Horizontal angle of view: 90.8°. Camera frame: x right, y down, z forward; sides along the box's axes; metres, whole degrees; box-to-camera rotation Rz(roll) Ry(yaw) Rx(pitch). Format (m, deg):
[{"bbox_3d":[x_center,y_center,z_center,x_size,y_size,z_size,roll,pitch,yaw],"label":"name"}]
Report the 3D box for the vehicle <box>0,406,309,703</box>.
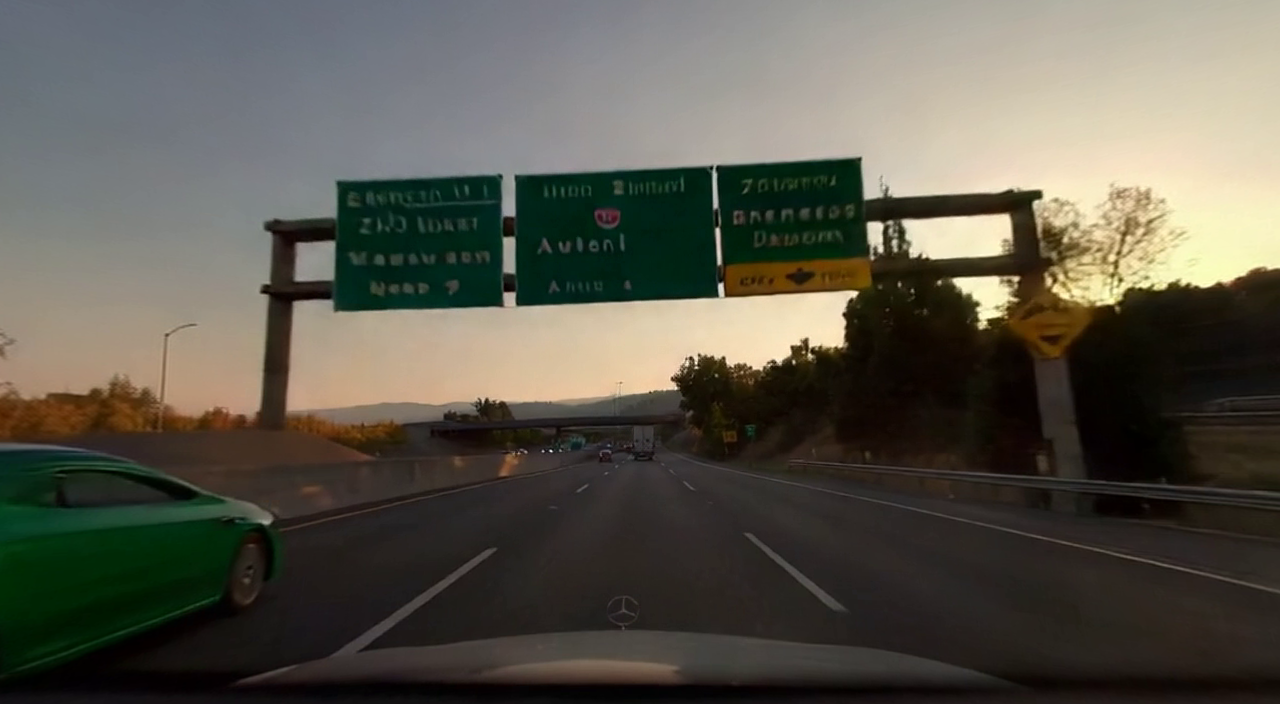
[{"bbox_3d":[-3.743,1.062,3.134,1.843,1.517,4.200,0,-9,1],"label":"vehicle"}]
